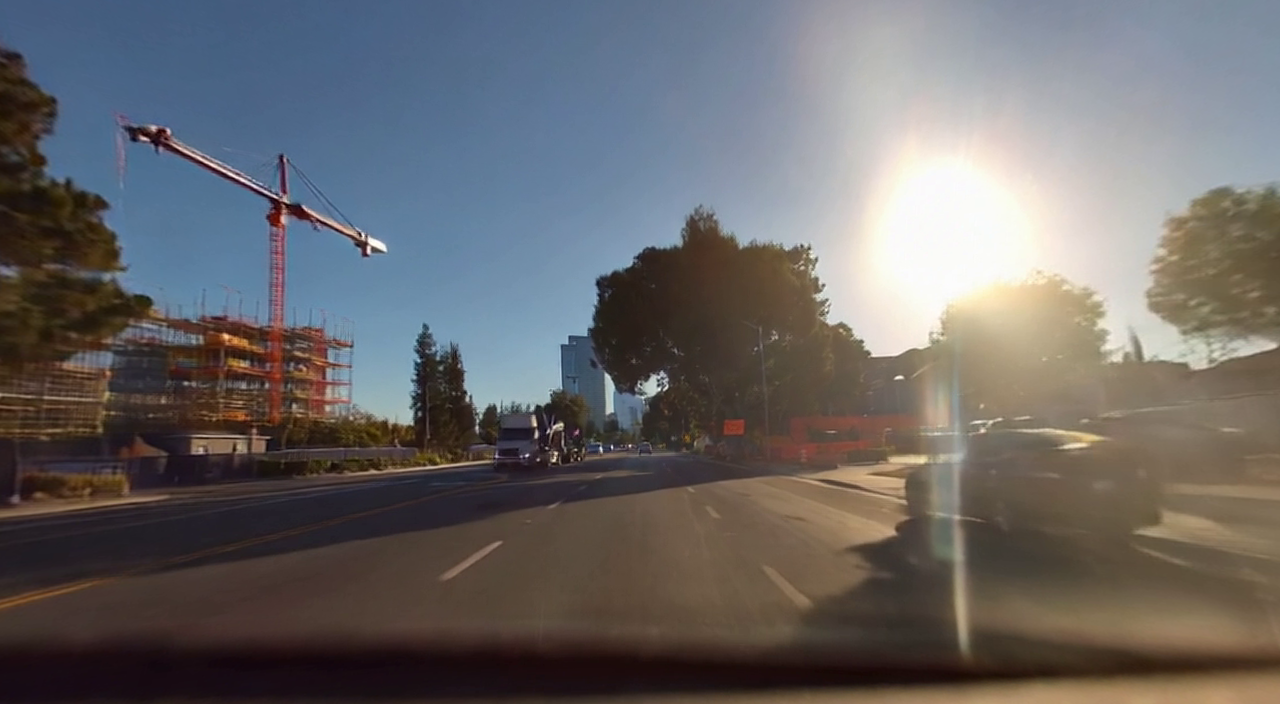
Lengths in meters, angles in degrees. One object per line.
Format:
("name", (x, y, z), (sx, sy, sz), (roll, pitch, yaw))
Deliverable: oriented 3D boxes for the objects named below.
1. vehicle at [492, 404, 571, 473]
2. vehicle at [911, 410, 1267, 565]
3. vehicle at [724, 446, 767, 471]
("vehicle", (-6.857, 5.803, 41.708), (3.071, 3.982, 10.729), (-1, -9, 2))
("vehicle", (6.610, 2.034, 10.243), (2.169, 1.880, 4.849), (0, -9, 0))
("vehicle", (6.764, 6.846, 40.668), (1.933, 1.488, 4.736), (0, -9, 0))
